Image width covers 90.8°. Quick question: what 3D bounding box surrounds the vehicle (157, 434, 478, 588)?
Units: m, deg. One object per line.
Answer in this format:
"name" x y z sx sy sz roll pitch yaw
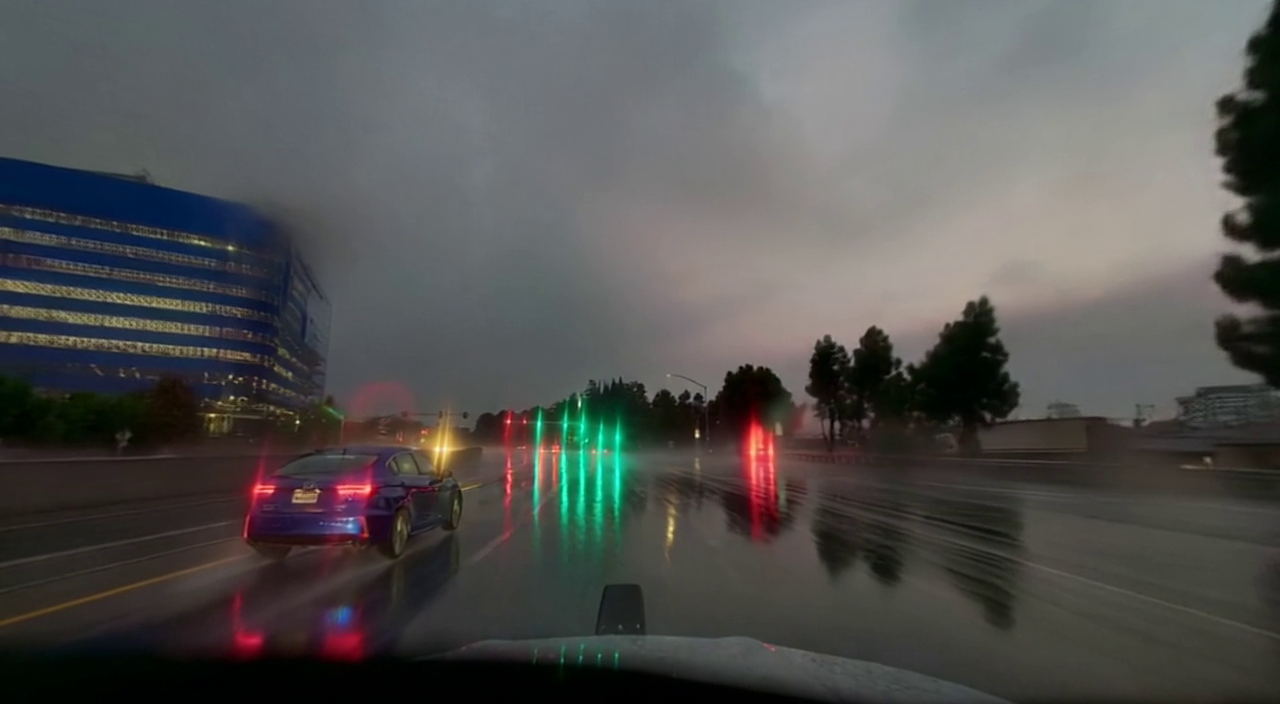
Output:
"vehicle" -3.705 1.870 8.391 2.018 1.476 4.364 0 -8 -1
